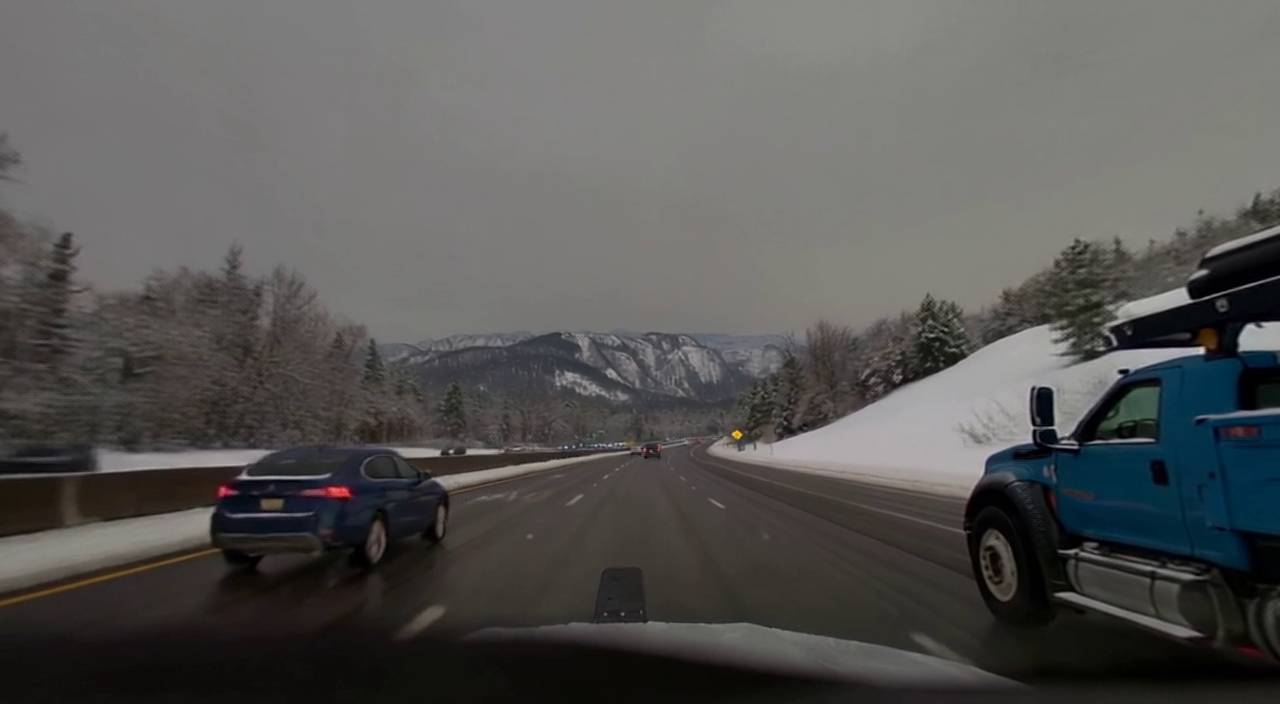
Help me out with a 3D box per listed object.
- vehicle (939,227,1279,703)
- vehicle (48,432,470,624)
[{"bbox_3d":[3.662,0.552,1.622,2.538,2.228,6.370,0,-9,-1],"label":"vehicle"},{"bbox_3d":[-3.632,1.742,7.288,1.974,1.493,4.563,0,-9,1],"label":"vehicle"}]
